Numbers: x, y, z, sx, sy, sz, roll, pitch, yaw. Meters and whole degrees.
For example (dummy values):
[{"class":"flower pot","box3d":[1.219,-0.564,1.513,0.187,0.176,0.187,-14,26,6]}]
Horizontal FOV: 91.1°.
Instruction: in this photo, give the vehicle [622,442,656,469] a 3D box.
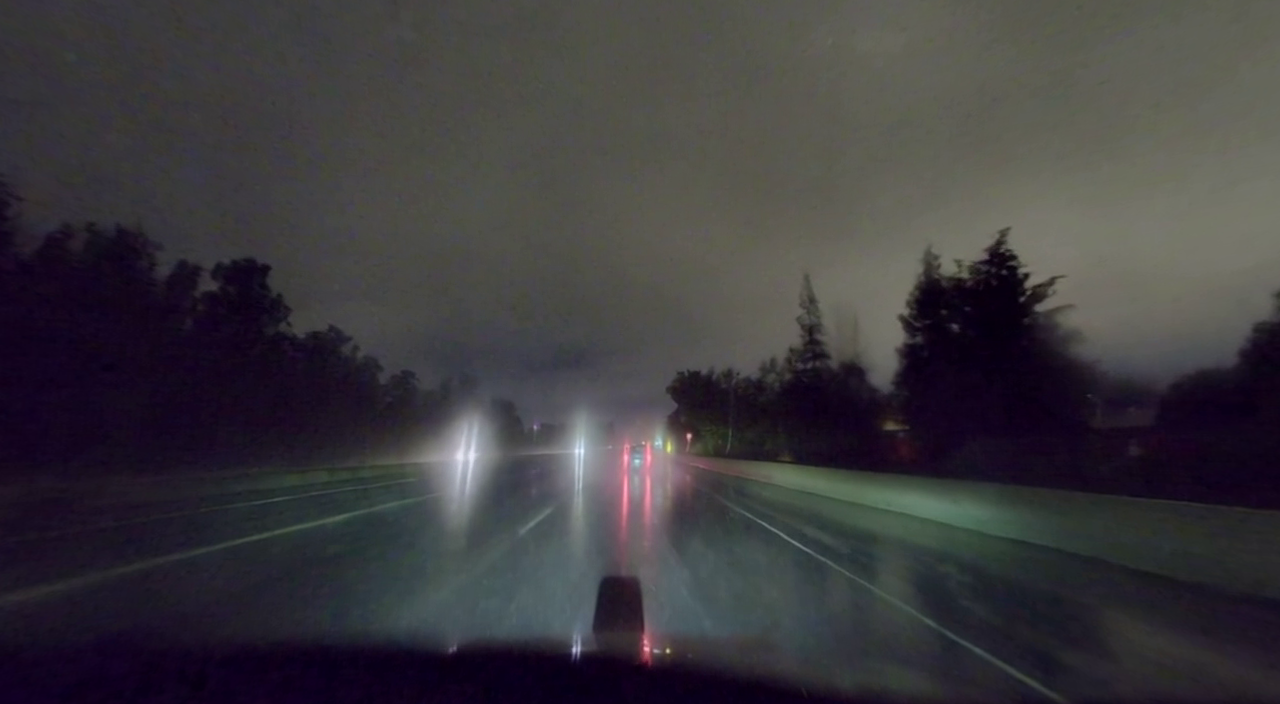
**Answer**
[{"class":"vehicle","box3d":[-0.107,6.818,41.511,2.120,1.715,4.153,0,-9,-1]}]
